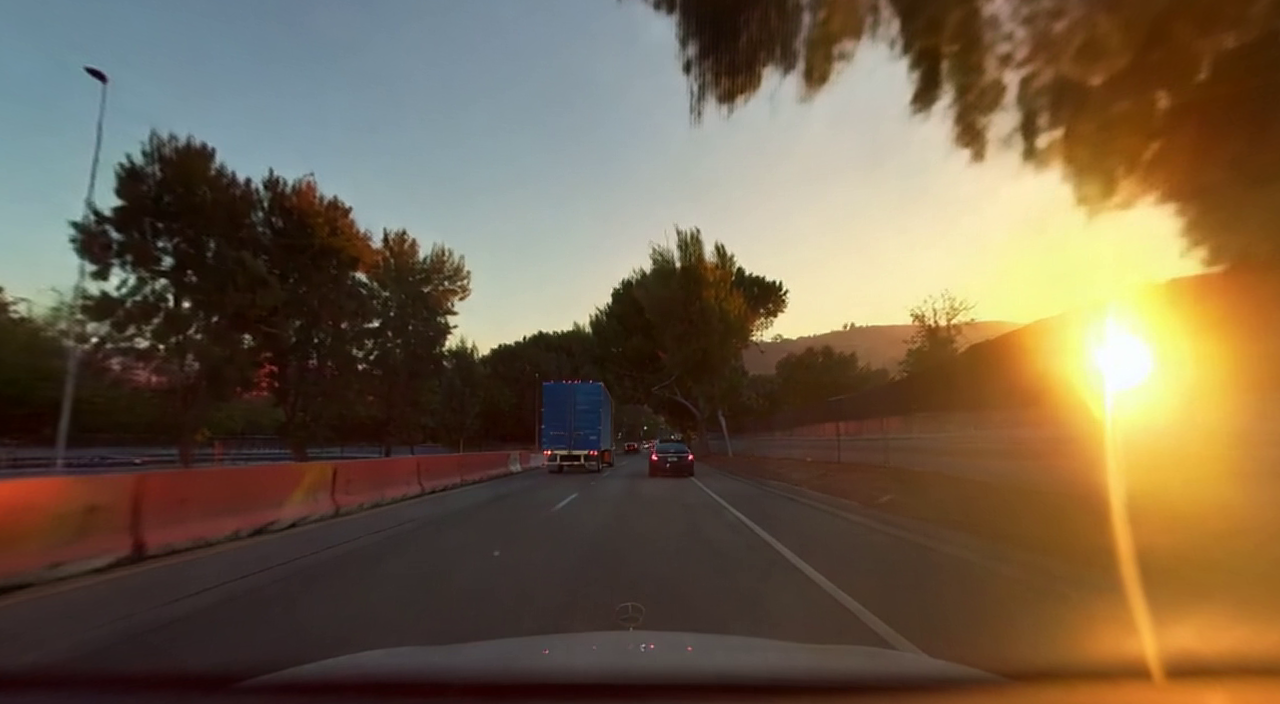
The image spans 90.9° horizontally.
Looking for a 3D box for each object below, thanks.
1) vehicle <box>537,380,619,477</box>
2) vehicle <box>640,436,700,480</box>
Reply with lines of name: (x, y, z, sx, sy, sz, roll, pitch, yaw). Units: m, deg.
vehicle: (-2.902, 4.376, 34.781, 2.906, 4.115, 15.715, 0, -8, 0)
vehicle: (1.181, 4.414, 26.626, 2.304, 1.675, 4.462, 0, -8, 0)
